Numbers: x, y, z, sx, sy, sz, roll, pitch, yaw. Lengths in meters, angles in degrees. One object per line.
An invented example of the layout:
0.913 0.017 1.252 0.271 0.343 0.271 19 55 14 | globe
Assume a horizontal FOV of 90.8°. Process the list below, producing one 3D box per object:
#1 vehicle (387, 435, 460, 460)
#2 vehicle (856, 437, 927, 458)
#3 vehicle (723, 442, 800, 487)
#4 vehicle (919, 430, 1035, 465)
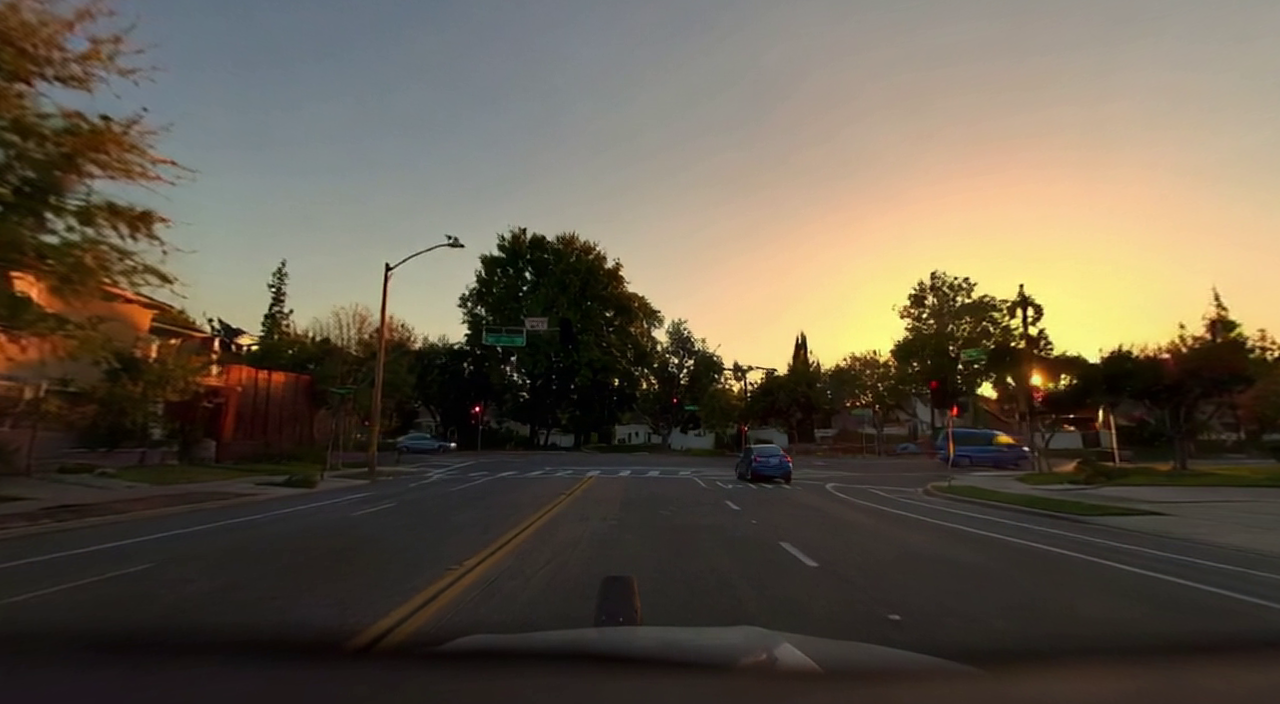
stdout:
-14.061 6.215 41.168 4.081 1.522 1.863 -1 -9 4 | vehicle
19.551 7.446 49.254 4.630 1.637 2.023 0 -9 1 | vehicle
4.344 4.085 23.252 1.947 1.485 4.336 0 -8 0 | vehicle
20.938 5.959 39.449 5.869 2.098 2.206 -1 -9 3 | vehicle
